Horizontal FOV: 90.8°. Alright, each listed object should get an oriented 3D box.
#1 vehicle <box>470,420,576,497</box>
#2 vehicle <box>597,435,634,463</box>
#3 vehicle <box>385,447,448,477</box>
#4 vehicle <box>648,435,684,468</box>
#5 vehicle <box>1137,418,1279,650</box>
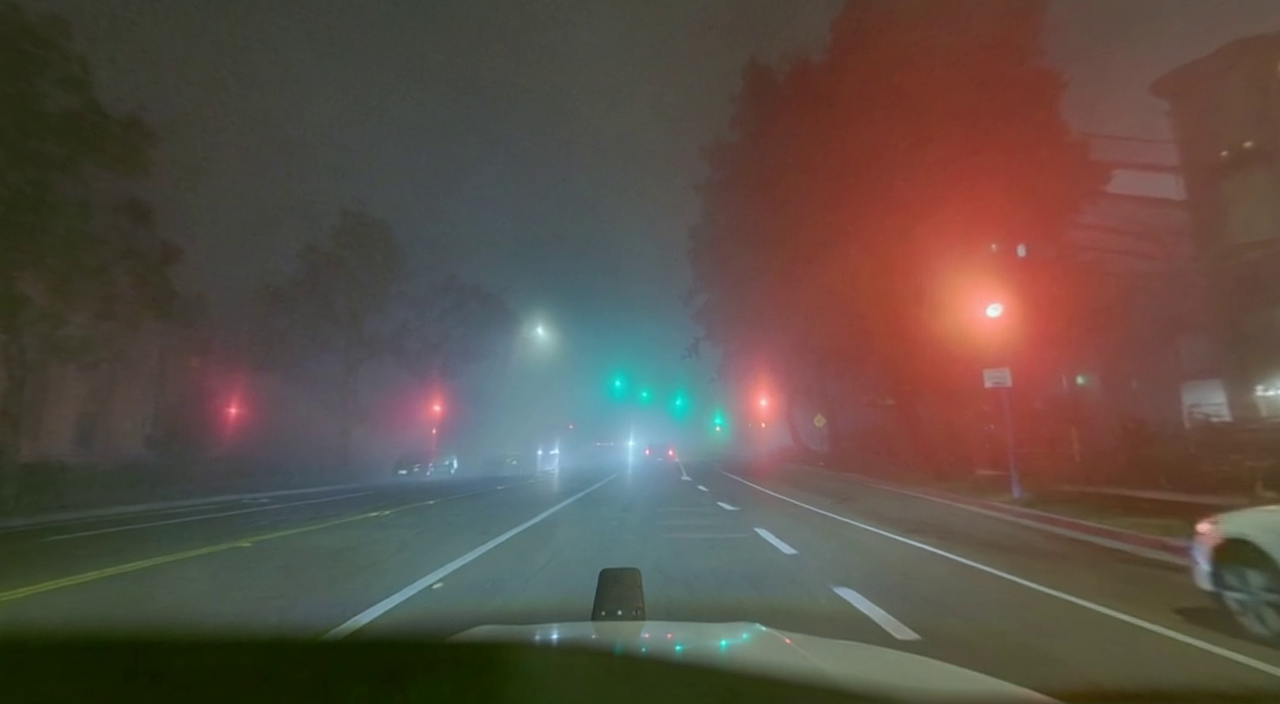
[{"bbox_3d":[-3.048,2.889,17.468,1.877,1.827,4.298,-1,-8,3],"label":"vehicle"},{"bbox_3d":[-1.573,6.486,42.255,2.018,1.746,4.560,-1,-8,3],"label":"vehicle"},{"bbox_3d":[-11.697,5.759,33.341,1.876,1.492,3.790,-1,-9,1],"label":"vehicle"},{"bbox_3d":[1.400,5.486,34.971,1.852,1.680,4.488,0,-8,2],"label":"vehicle"},{"bbox_3d":[5.218,0.976,2.711,2.104,1.489,4.962,0,-8,0],"label":"vehicle"}]
